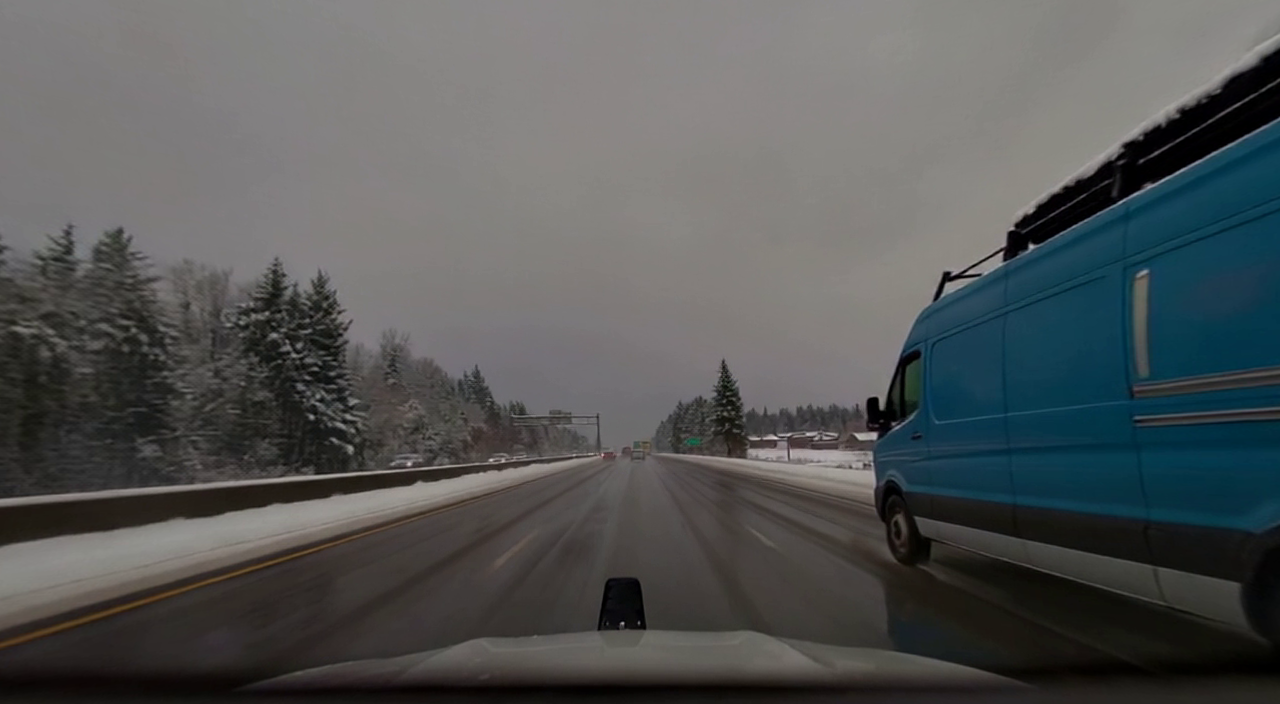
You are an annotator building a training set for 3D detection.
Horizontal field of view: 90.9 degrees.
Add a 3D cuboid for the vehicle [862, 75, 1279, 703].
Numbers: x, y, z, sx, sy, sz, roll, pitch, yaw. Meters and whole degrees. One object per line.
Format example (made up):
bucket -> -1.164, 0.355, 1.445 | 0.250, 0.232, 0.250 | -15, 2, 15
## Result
vehicle -> 3.988, 0.480, 4.154 | 2.527, 2.809, 6.831 | 0, -9, 0
